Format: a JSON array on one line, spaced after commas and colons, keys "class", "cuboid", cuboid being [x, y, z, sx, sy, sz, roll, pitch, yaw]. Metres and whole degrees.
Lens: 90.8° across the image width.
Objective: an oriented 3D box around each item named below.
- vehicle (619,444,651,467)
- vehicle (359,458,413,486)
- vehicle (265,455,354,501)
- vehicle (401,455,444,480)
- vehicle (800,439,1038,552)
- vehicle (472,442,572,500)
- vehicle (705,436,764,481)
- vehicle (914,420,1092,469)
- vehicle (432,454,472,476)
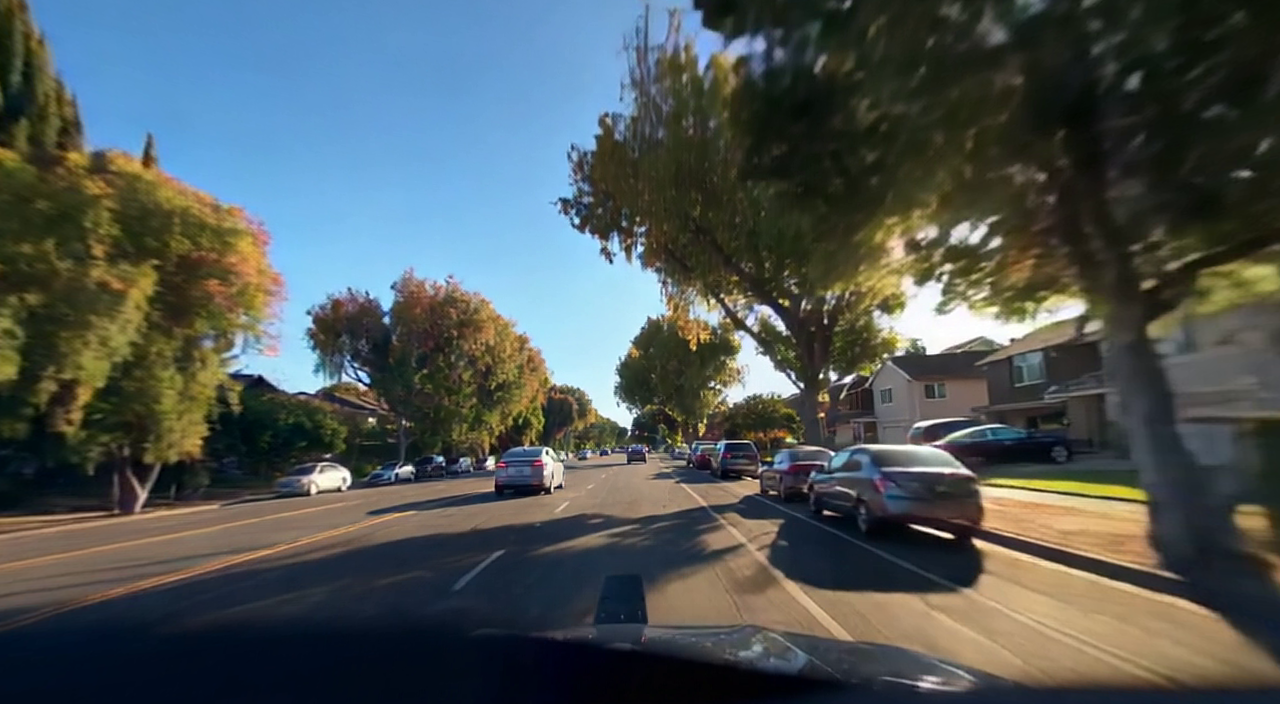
[{"class": "vehicle", "cuboid": [-0.347, 7.082, 43.467, 2.088, 1.495, 4.048, 0, -8, 0]}, {"class": "vehicle", "cuboid": [-14.810, 7.019, 37.091, 1.626, 1.439, 3.682, 0, -9, 0]}, {"class": "vehicle", "cuboid": [-14.734, 5.583, 28.395, 1.945, 1.613, 3.983, -6, -8, -1]}, {"class": "vehicle", "cuboid": [-14.489, 7.705, 42.294, 1.681, 1.419, 3.859, -5, -10, -4]}, {"class": "vehicle", "cuboid": [4.306, 2.259, 10.743, 1.944, 1.470, 4.530, 0, -9, 0]}, {"class": "vehicle", "cuboid": [-3.291, 3.412, 18.605, 2.027, 1.477, 4.413, 0, -9, 1]}, {"class": "vehicle", "cuboid": [4.075, 4.687, 28.022, 1.943, 1.788, 4.462, 0, -9, 1]}, {"class": "vehicle", "cuboid": [11.621, 3.006, 20.492, 4.537, 1.465, 1.923, -1, -9, 3]}, {"class": "vehicle", "cuboid": [-14.633, 8.804, 49.407, 1.811, 1.433, 4.564, -6, -10, -2]}]
